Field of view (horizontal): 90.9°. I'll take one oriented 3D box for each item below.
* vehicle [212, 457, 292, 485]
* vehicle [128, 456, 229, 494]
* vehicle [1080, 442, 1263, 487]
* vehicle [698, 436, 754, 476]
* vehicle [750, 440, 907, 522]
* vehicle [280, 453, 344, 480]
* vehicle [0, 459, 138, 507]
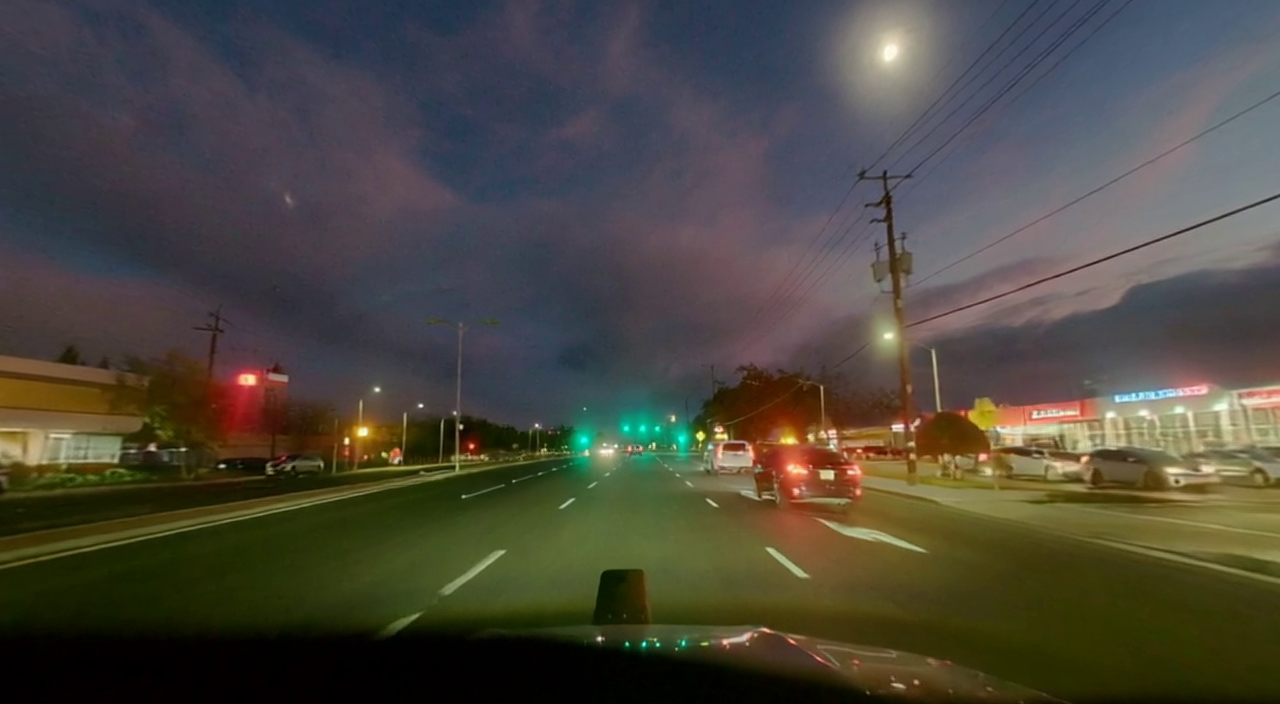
[{"bbox_3d":[-22.794,6.993,37.236,1.804,1.460,4.515,0,-8,1],"label":"vehicle"},{"bbox_3d":[-22.842,6.075,31.438,1.822,1.551,4.295,-3,-8,0],"label":"vehicle"},{"bbox_3d":[18.316,3.880,21.874,4.502,1.459,2.082,0,-9,-2],"label":"vehicle"},{"bbox_3d":[4.335,5.331,32.495,2.140,1.921,4.431,0,-8,-2],"label":"vehicle"},{"bbox_3d":[3.788,2.646,13.572,1.916,1.459,4.335,0,-8,-2],"label":"vehicle"},{"bbox_3d":[-22.865,8.033,44.198,1.946,1.726,4.746,-2,-10,0],"label":"vehicle"},{"bbox_3d":[-22.698,5.104,24.894,1.833,1.534,4.821,-3,-8,-1],"label":"vehicle"}]
